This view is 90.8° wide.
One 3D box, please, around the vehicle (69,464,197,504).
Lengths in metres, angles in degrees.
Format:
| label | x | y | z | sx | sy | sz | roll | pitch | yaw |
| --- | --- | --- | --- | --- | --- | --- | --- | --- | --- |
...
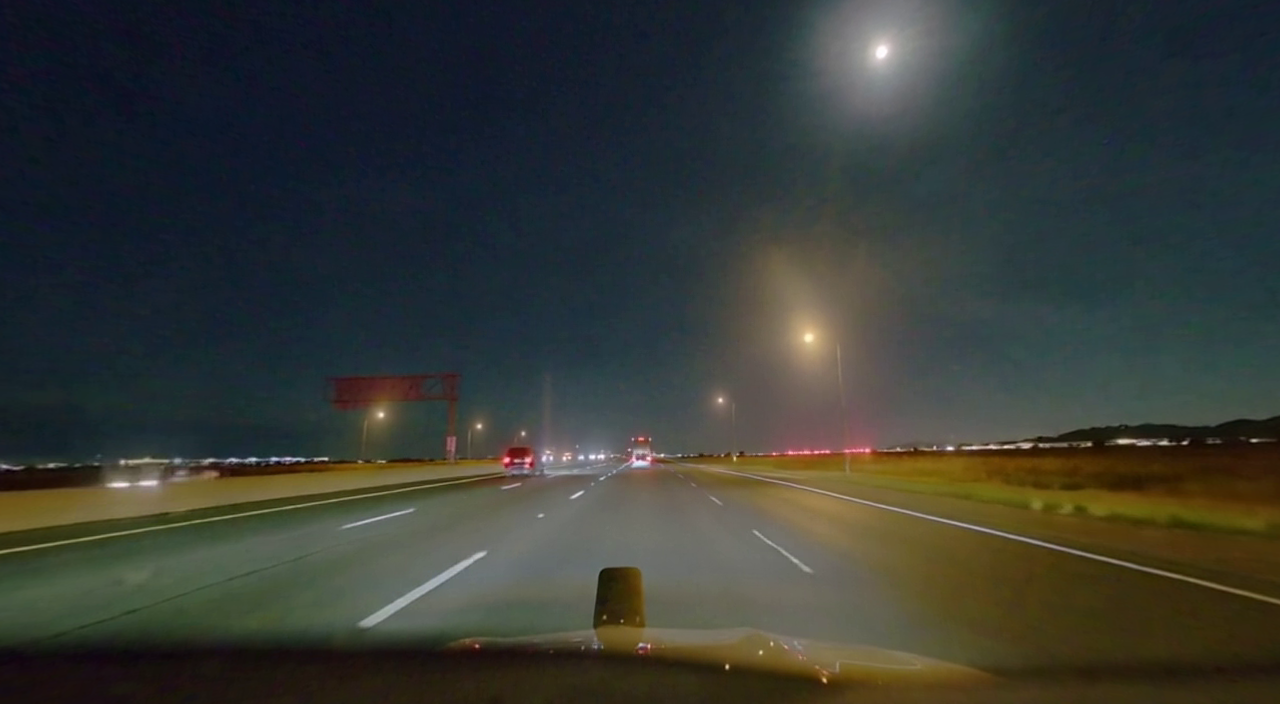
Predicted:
| label | x | y | z | sx | sy | sz | roll | pitch | yaw |
| --- | --- | --- | --- | --- | --- | --- | --- | --- | --- |
| vehicle | -21.922 | 5.683 | 27.555 | 1.795 | 1.484 | 4.539 | 0 | -9 | 0 |

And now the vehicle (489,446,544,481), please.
| label | x | y | z | sx | sy | sz | roll | pitch | yaw |
| --- | --- | --- | --- | --- | --- | --- | --- | --- | --- |
| vehicle | -6.947 | 6.295 | 35.935 | 2.052 | 1.817 | 4.744 | 0 | -9 | 1 |
